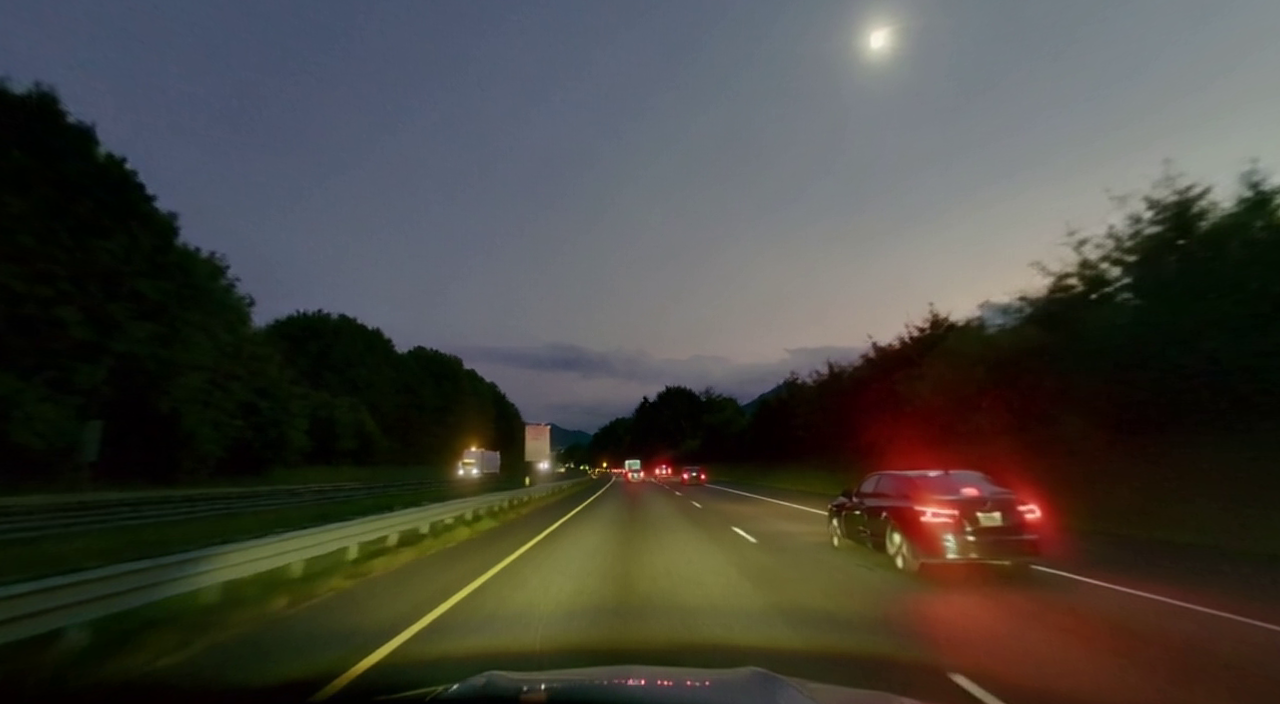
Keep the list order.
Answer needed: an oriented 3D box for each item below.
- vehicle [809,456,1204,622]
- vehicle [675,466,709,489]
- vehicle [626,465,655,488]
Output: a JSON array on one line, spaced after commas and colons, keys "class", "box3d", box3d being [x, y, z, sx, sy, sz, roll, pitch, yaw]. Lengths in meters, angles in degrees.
[{"class": "vehicle", "box3d": [3.908, 2.115, 8.081, 2.018, 1.426, 4.941, 1, -11, -1]}, {"class": "vehicle", "box3d": [3.615, 8.754, 44.099, 1.976, 1.467, 3.783, 1, -11, -1]}, {"class": "vehicle", "box3d": [0.041, 8.797, 44.662, 1.980, 1.483, 3.865, 1, -11, 0]}]
